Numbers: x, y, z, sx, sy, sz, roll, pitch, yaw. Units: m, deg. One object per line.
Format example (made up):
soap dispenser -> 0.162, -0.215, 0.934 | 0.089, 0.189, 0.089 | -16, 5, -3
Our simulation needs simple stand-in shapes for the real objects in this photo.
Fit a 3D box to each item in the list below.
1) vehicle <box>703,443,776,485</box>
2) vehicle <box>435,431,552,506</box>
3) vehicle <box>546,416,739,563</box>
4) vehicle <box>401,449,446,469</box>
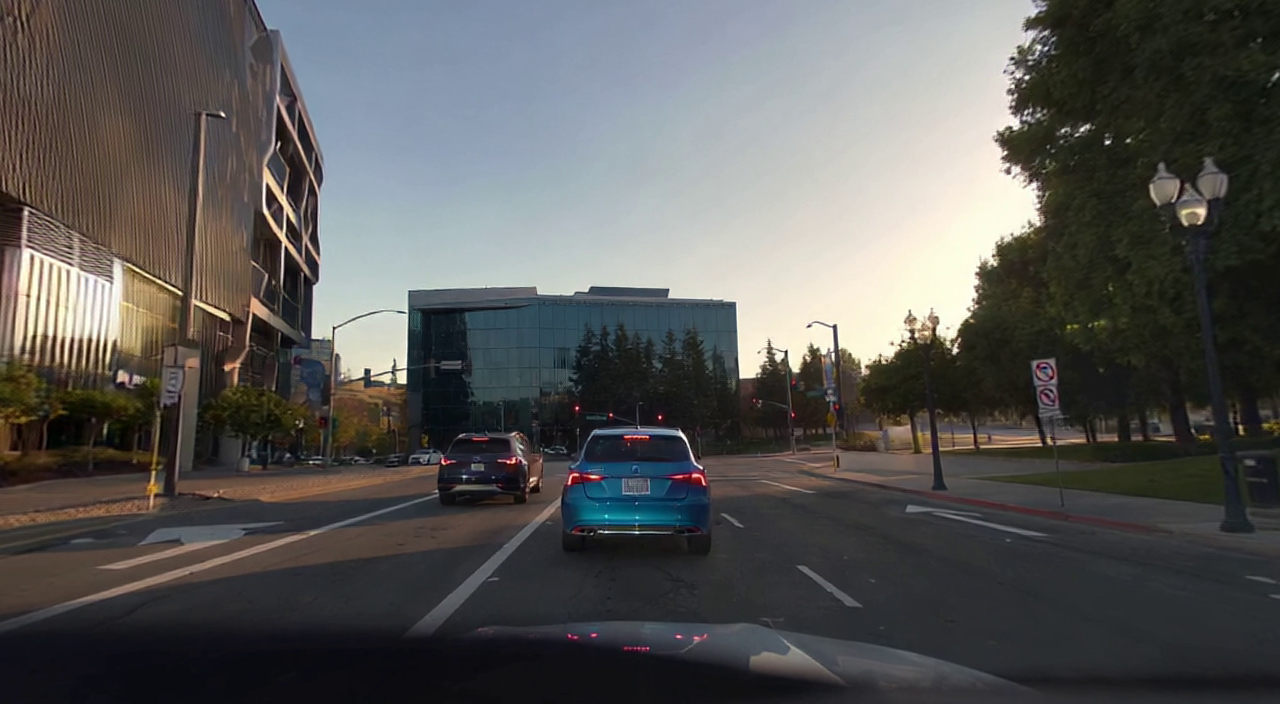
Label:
vehicle -> 3.716, 4.256, 24.461 | 2.082, 1.445, 4.426 | 0, -8, 0
vehicle -> -3.620, 2.964, 16.492 | 2.068, 1.678, 4.199 | 0, -8, 0
vehicle -> 0.016, 1.886, 9.398 | 2.207, 1.659, 4.155 | 0, -8, 0
vehicle -> -16.704, 8.269, 48.953 | 1.826, 1.422, 4.490 | 0, -8, 0
